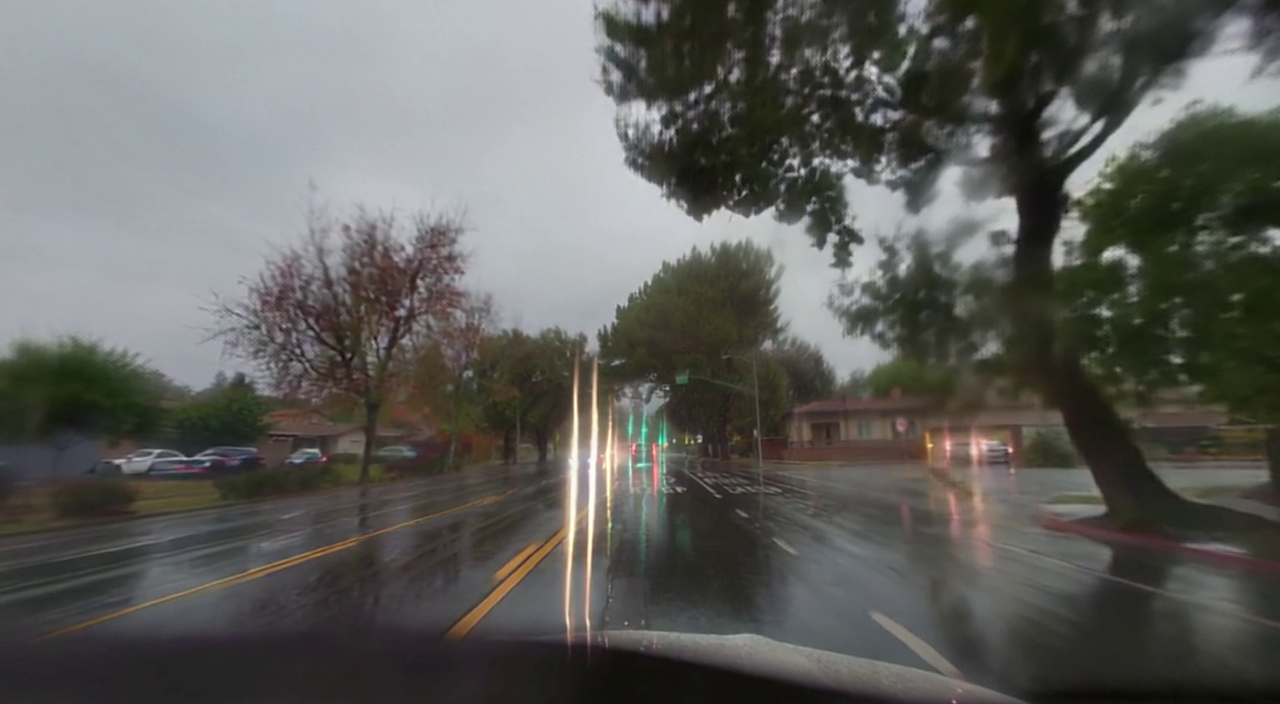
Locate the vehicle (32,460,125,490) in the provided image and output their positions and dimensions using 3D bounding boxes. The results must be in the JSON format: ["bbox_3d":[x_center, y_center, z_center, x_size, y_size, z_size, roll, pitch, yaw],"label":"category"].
[{"bbox_3d":[-33.160,7.235,37.357,1.774,1.484,3.684,-5,-9,13],"label":"vehicle"}]

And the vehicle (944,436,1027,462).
[{"bbox_3d":[22.838,6.424,41.744,4.318,1.601,1.975,0,-9,-3],"label":"vehicle"}]

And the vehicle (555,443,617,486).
[{"bbox_3d":[-1.978,4.278,24.391,2.158,1.469,4.909,0,-9,-2],"label":"vehicle"}]

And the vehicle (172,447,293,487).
[{"bbox_3d":[-22.357,6.278,34.950,2.173,1.849,5.752,-5,-9,12],"label":"vehicle"}]

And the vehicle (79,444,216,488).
[{"bbox_3d":[-27.868,6.419,36.041,2.161,2.233,5.937,-2,-9,14],"label":"vehicle"}]

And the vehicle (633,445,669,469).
[{"bbox_3d":[0.697,6.902,41.730,2.226,1.505,4.128,0,-9,0],"label":"vehicle"}]
